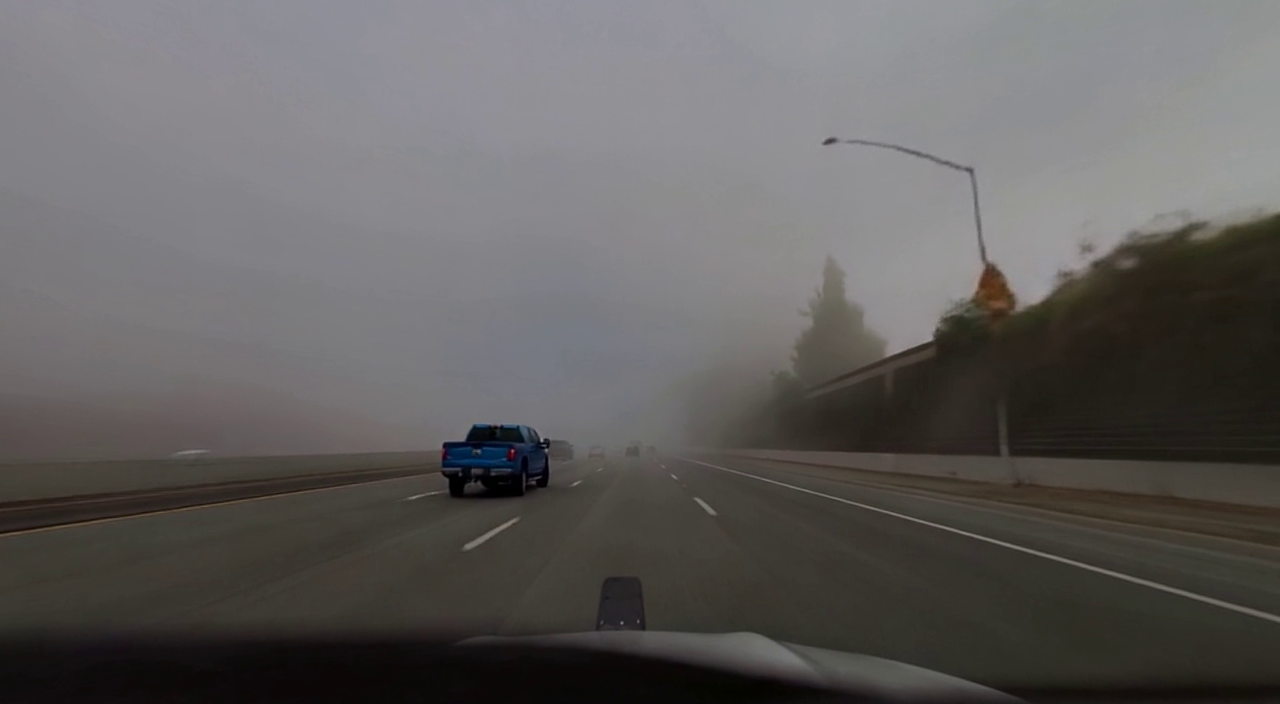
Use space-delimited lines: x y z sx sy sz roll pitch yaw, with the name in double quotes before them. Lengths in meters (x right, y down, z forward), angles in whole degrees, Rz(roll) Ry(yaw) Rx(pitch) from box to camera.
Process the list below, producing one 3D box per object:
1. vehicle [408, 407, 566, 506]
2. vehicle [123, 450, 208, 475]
"vehicle" -3.760 2.774 17.126 2.604 2.170 6.271 0 -8 1
"vehicle" -33.040 7.677 44.079 1.909 1.555 5.107 0 -8 1
